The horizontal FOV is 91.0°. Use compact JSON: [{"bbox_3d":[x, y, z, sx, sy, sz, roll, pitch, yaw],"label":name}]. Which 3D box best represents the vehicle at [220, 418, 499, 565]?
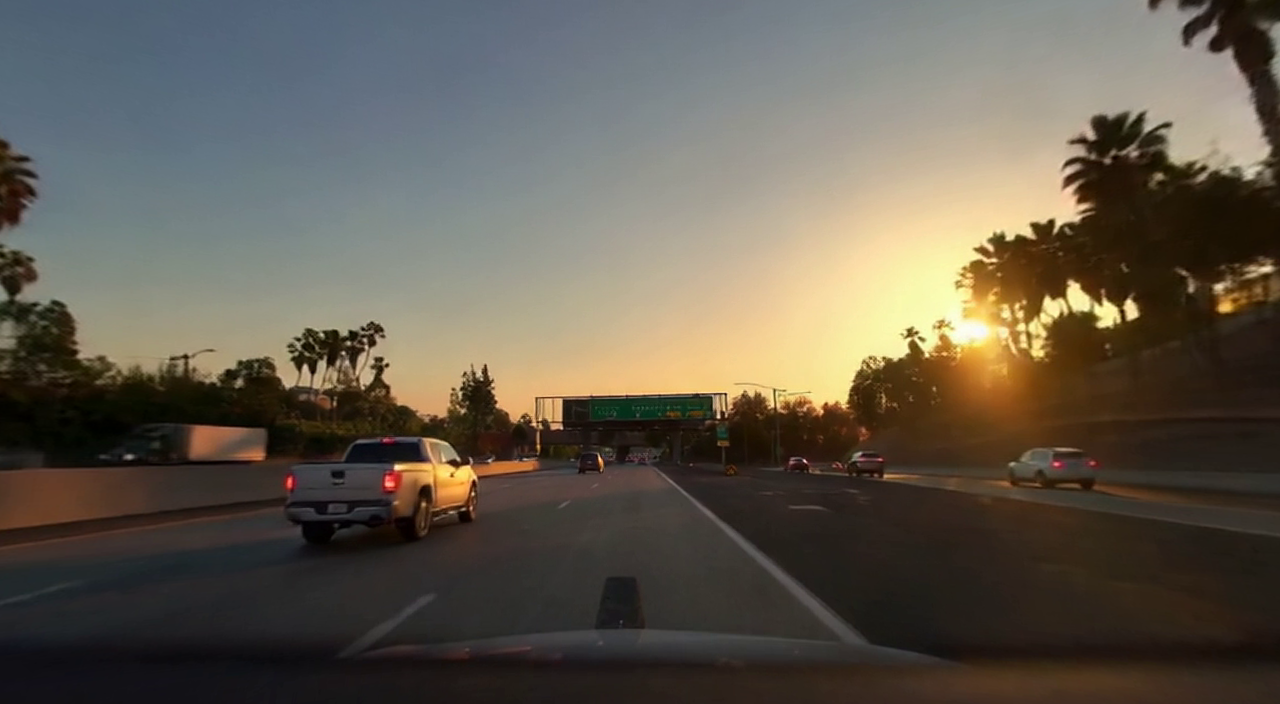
[{"bbox_3d":[-3.911,2.058,10.027,2.162,1.747,4.791,0,-9,1],"label":"vehicle"}]

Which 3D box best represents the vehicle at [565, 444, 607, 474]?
[{"bbox_3d":[-3.673,7.483,44.175,2.420,1.937,5.916,0,-9,0],"label":"vehicle"}]

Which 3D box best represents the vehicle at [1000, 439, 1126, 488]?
[{"bbox_3d":[16.892,4.476,25.534,1.991,1.755,4.836,-1,-9,4],"label":"vehicle"}]
